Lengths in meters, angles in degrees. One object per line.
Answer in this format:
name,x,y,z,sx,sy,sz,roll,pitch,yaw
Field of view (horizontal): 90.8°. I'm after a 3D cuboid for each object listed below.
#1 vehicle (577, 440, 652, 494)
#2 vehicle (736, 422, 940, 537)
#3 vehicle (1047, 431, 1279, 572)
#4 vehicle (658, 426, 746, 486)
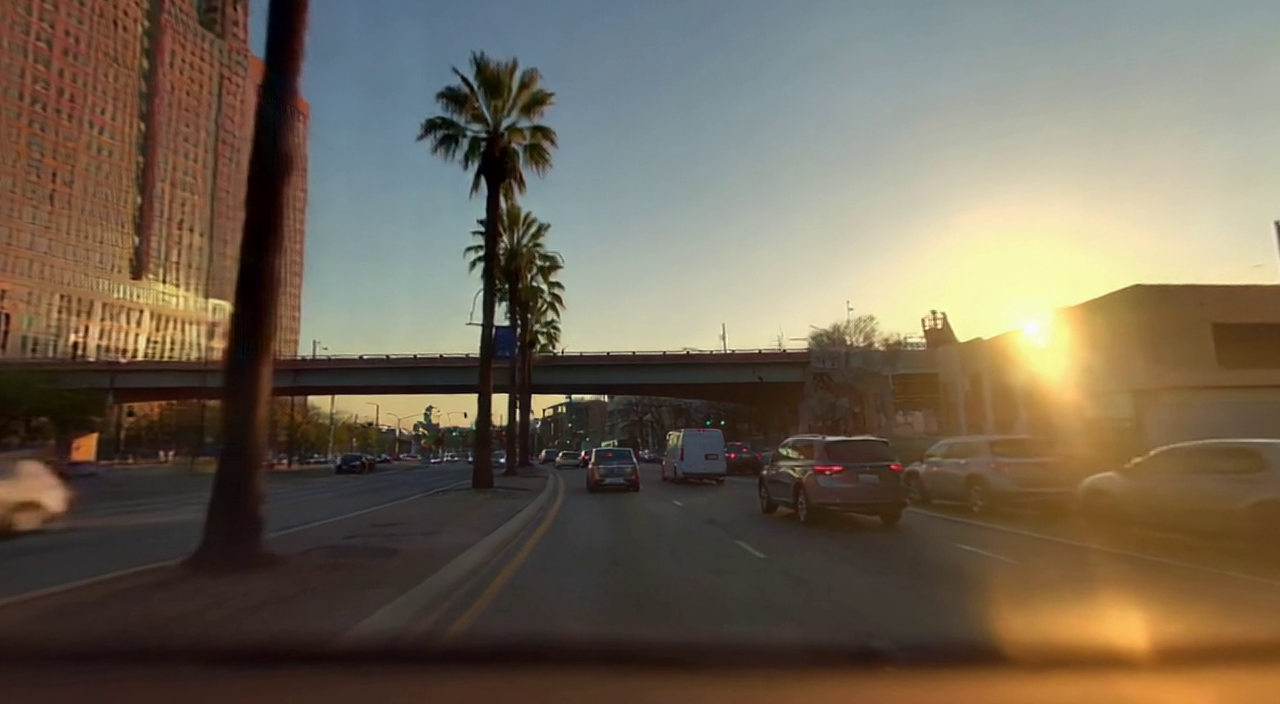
vehicle,-1.024,3.922,21.961,2.332,1.625,4.933,1,-9,-6
vehicle,3.298,2.223,11.637,2.151,1.695,4.258,0,-9,-3
vehicle,7.802,1.743,7.778,2.209,1.480,4.725,0,-9,-4
vehicle,2.352,4.213,25.800,2.434,2.171,5.098,1,-9,-8
